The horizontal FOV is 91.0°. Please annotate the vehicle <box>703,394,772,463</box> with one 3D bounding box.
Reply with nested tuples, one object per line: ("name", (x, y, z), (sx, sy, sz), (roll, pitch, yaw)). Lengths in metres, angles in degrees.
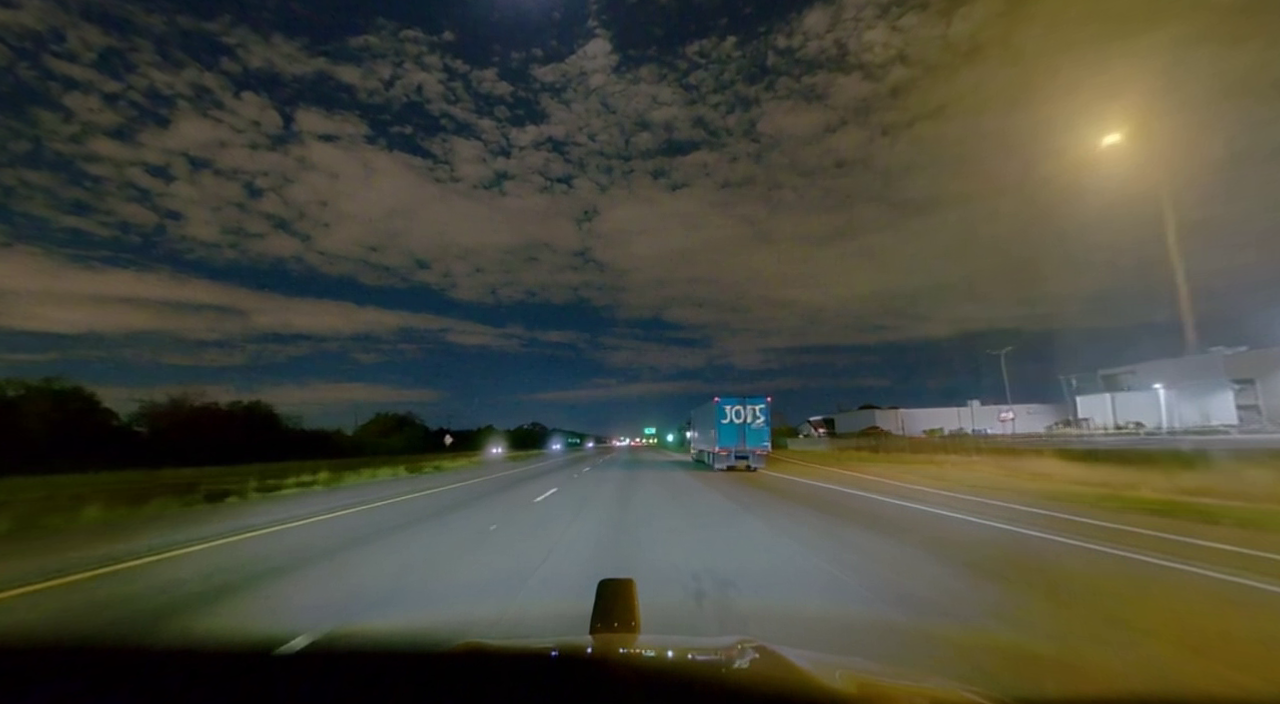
("vehicle", (6.565, 5.724, 45.533), (3.469, 3.986, 17.065), (-1, -8, 4))
